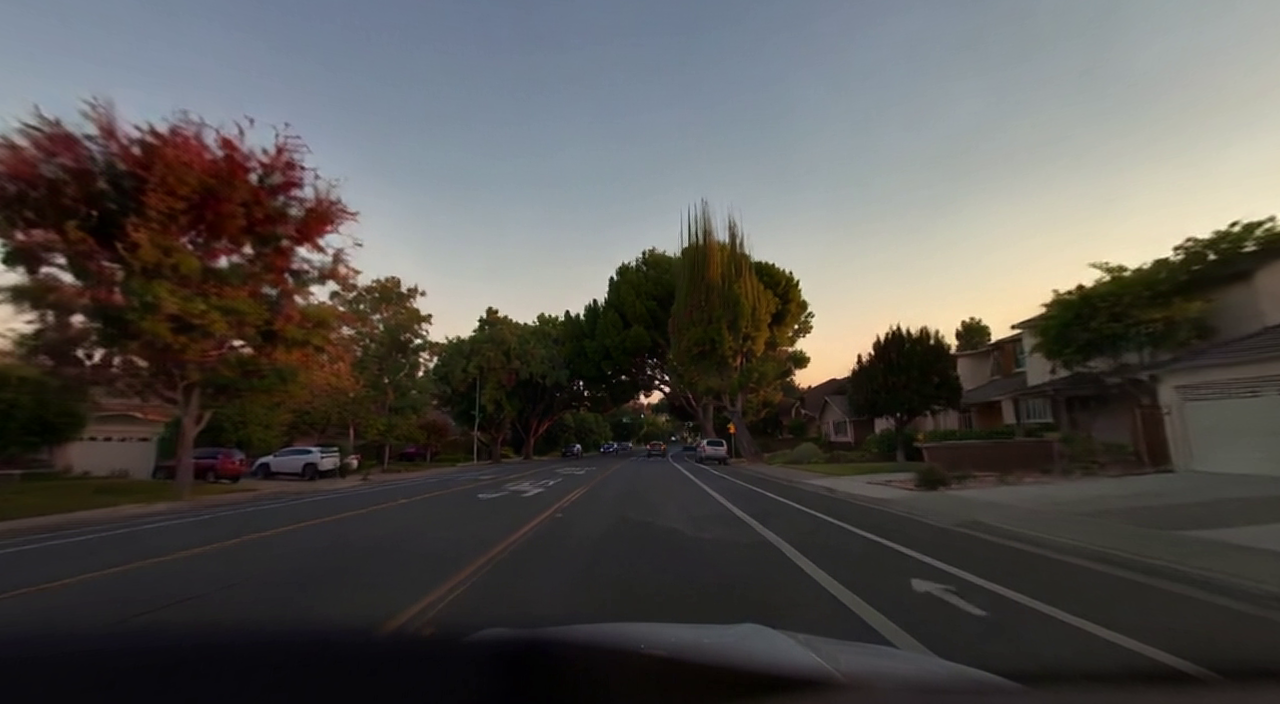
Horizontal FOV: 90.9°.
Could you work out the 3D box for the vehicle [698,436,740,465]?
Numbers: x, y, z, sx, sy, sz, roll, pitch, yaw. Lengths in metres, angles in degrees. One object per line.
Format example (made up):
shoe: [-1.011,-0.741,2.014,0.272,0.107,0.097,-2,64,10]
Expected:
vehicle: [5.425,6.828,43.883,2.233,1.887,5.347,0,-9,0]

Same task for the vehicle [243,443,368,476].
vehicle: [-18.087,5.825,34.282,5.419,1.649,2.396,0,-9,1]

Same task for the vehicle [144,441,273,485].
vehicle: [-18.801,4.793,27.606,4.372,1.745,2.017,6,-10,-35]
